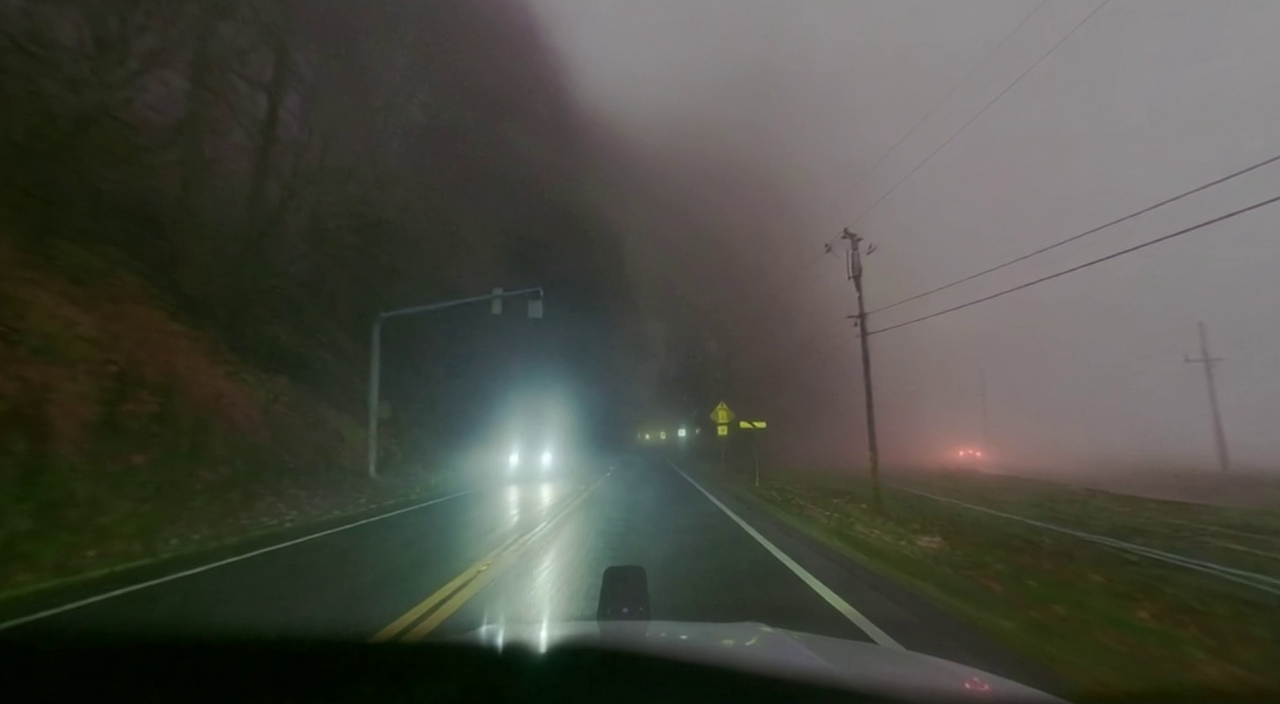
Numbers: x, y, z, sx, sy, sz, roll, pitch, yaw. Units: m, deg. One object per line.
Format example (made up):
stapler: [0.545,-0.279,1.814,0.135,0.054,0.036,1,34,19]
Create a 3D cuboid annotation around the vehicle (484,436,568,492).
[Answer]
vehicle: [-3.776,3.779,21.656,2.074,1.679,4.293,0,-8,0]
